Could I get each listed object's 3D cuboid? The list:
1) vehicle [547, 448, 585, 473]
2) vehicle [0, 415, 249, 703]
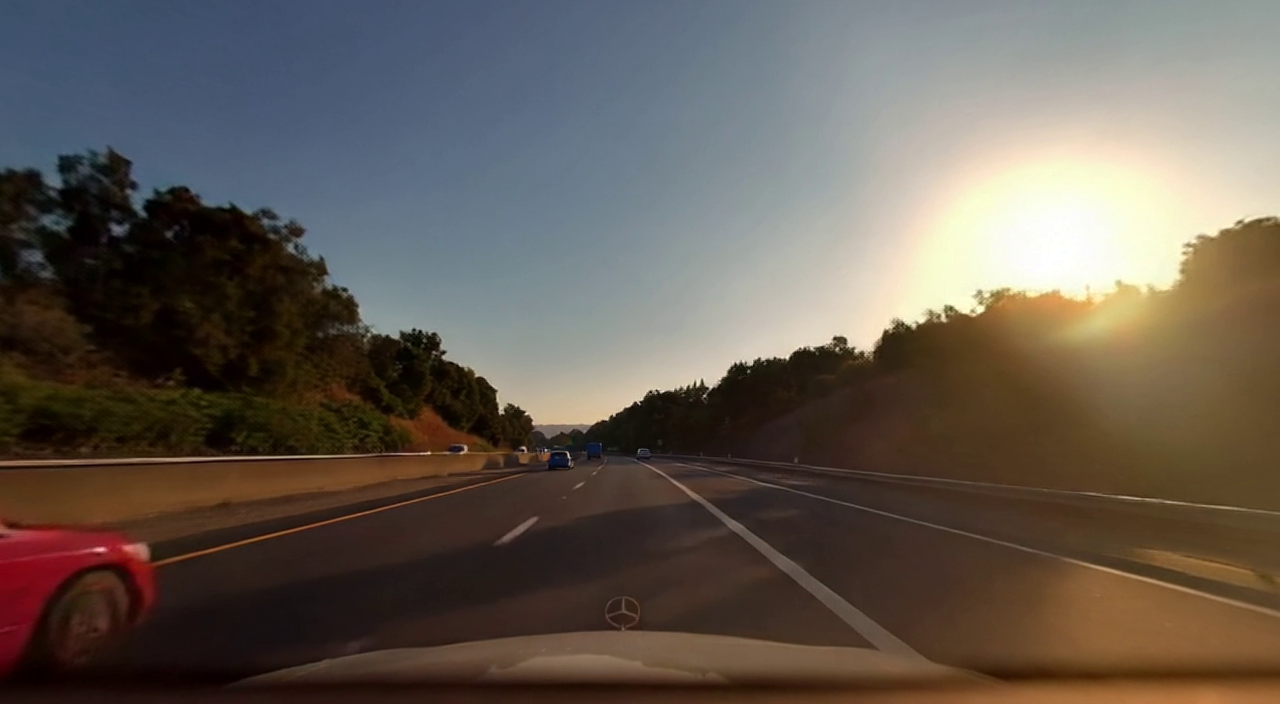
[{"bbox_3d":[-4.809,7.059,41.377,2.049,1.521,4.366,0,-9,-1],"label":"vehicle"},{"bbox_3d":[-3.731,0.907,1.874,1.957,1.499,4.965,0,-9,0],"label":"vehicle"}]
